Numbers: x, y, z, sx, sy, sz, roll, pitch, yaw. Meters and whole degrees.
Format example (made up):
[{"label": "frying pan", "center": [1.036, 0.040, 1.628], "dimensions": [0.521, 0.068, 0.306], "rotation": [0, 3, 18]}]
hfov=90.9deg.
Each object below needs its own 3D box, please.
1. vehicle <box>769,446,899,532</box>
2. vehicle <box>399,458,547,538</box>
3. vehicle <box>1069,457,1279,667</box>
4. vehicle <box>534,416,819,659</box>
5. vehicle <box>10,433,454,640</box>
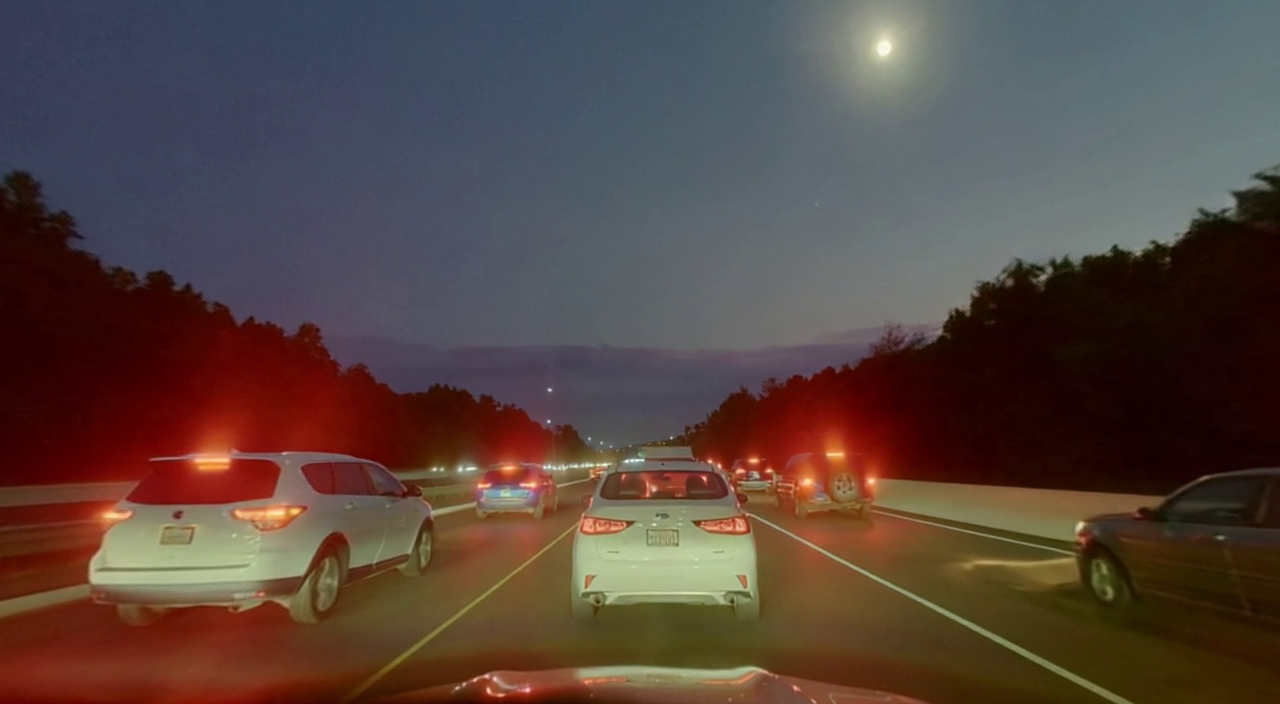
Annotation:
[{"label": "vehicle", "center": [4.773, 3.461, 16.268], "dimensions": [1.984, 1.876, 4.287], "rotation": [1, -11, 0]}, {"label": "vehicle", "center": [-3.556, 3.236, 14.447], "dimensions": [1.960, 1.502, 4.593], "rotation": [0, -11, 2]}, {"label": "vehicle", "center": [5.421, 1.453, 4.281], "dimensions": [1.919, 1.437, 4.436], "rotation": [1, -11, 1]}, {"label": "vehicle", "center": [0.284, 1.735, 6.746], "dimensions": [2.057, 1.725, 4.126], "rotation": [1, -11, 0]}, {"label": "vehicle", "center": [-3.803, 1.822, 7.073], "dimensions": [1.994, 1.556, 4.263], "rotation": [0, -11, 2]}]
